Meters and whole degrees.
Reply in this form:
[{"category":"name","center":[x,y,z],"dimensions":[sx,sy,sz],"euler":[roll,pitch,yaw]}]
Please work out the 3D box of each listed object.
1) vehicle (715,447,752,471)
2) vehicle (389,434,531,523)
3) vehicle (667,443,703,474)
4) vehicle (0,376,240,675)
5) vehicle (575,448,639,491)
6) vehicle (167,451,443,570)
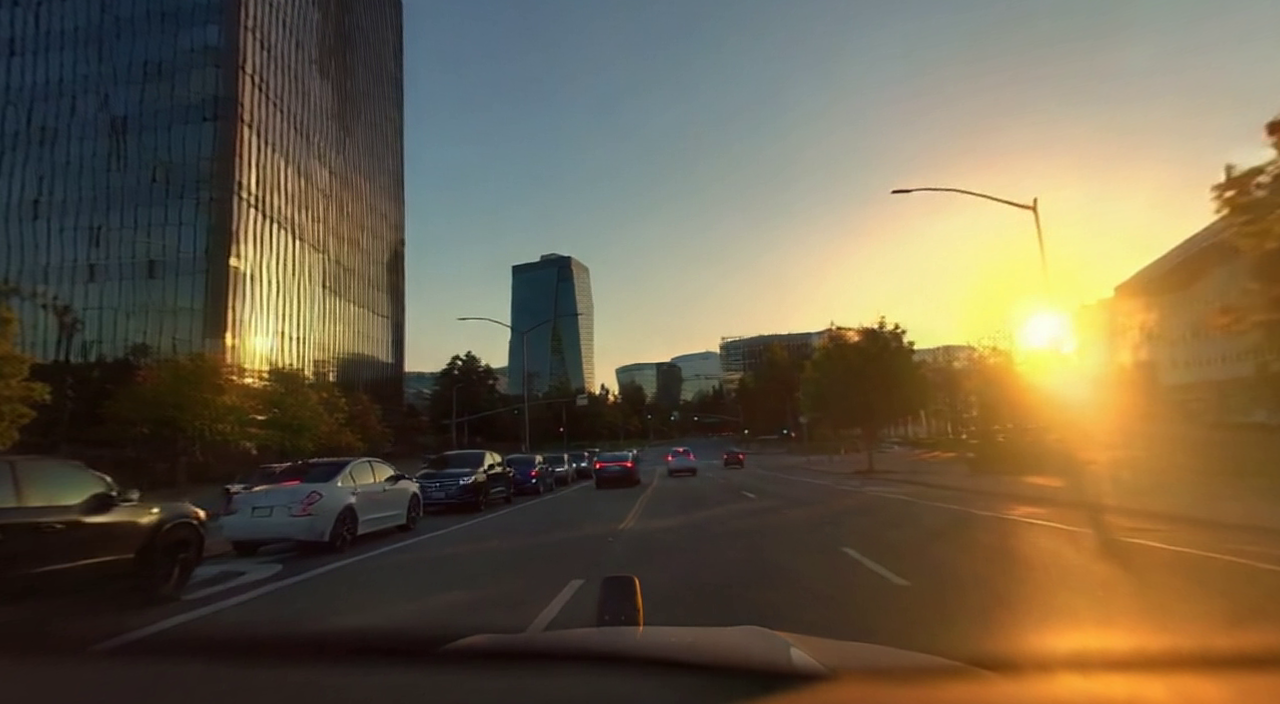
[{"category":"vehicle","center":[6.858,7.864,46.370],"dimensions":[2.120,1.497,4.323],"euler":[-4,-9,2]},{"category":"vehicle","center":[-4.674,3.325,17.116],"dimensions":[2.142,1.834,4.588],"euler":[-7,-9,4]},{"category":"vehicle","center":[2.799,6.562,39.030],"dimensions":[2.102,1.815,4.716],"euler":[-1,-8,4]},{"category":"vehicle","center":[-5.530,1.236,4.549],"dimensions":[2.142,2.061,4.750],"euler":[0,-9,-1]},{"category":"vehicle","center":[-1.211,4.670,25.395],"dimensions":[2.205,1.537,4.895],"euler":[0,-8,1]},{"category":"vehicle","center":[-5.269,2.501,10.871],"dimensions":[1.868,1.514,4.870],"euler":[0,-8,3]}]
